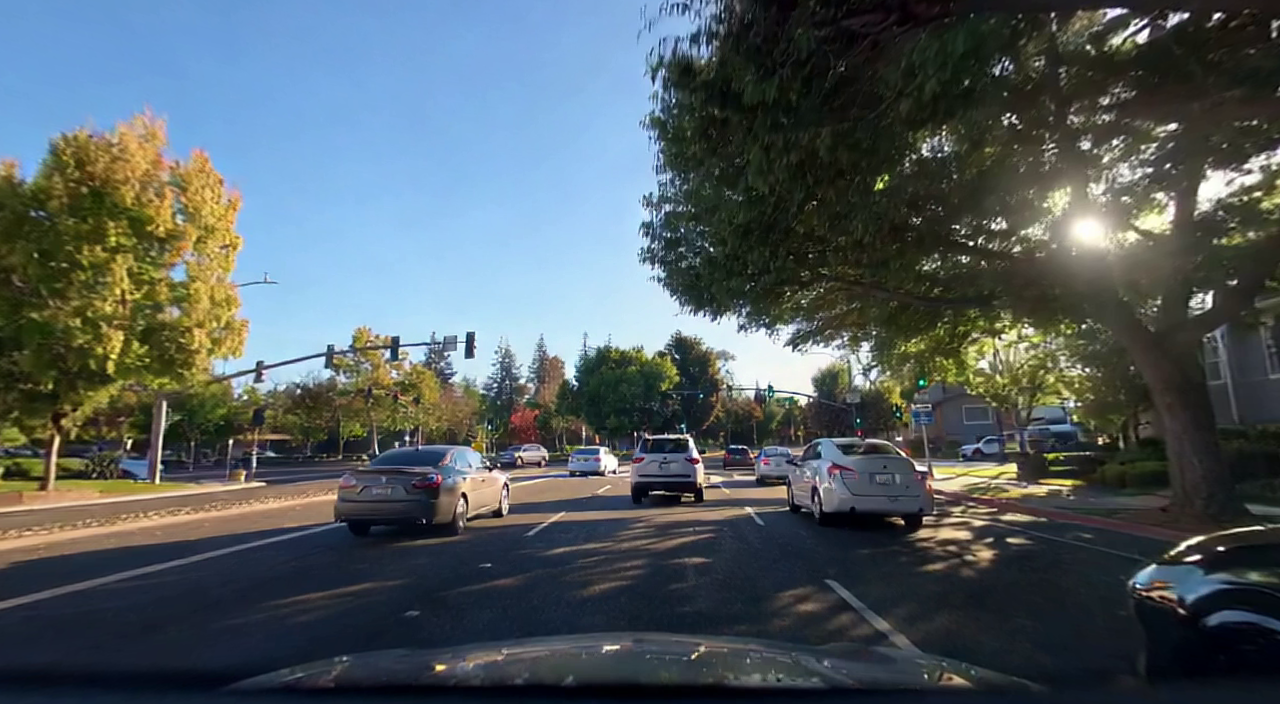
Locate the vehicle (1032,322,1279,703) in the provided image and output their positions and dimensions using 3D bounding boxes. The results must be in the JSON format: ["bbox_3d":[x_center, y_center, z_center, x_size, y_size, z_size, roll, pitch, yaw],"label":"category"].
[{"bbox_3d":[3.496,0.636,1.508,2.116,1.759,4.635,0,-9,0],"label":"vehicle"}]

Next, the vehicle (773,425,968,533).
[{"bbox_3d":[4.014,2.304,12.023,2.106,1.636,4.655,-1,-9,2],"label":"vehicle"}]

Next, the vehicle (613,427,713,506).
[{"bbox_3d":[0.703,2.935,16.554,2.250,1.768,4.574,-1,-9,5],"label":"vehicle"}]

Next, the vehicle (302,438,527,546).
[{"bbox_3d":[-3.537,2.284,11.047,2.006,1.464,4.586,-1,-9,4],"label":"vehicle"}]
